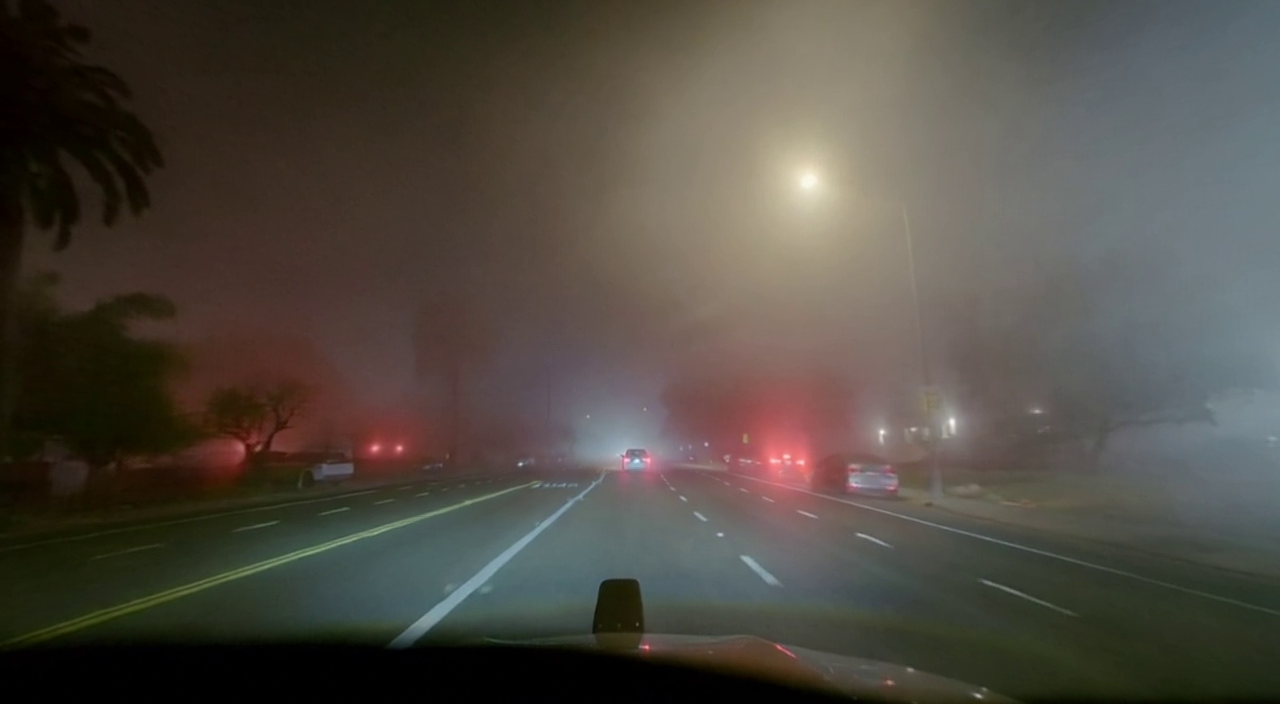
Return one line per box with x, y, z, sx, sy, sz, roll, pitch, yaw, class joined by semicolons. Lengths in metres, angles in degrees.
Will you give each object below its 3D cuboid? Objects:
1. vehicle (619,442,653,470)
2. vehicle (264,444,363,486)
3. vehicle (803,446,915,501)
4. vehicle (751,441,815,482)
-0.310;7.237;44.275;2.248;1.833;4.798;0;-8;-1;vehicle
-16.931;5.830;33.130;2.185;1.993;5.054;-1;-8;4;vehicle
6.756;3.757;20.103;1.947;1.505;4.759;0;-8;1;vehicle
6.861;5.287;30.952;2.035;1.822;5.449;0;-8;2;vehicle
